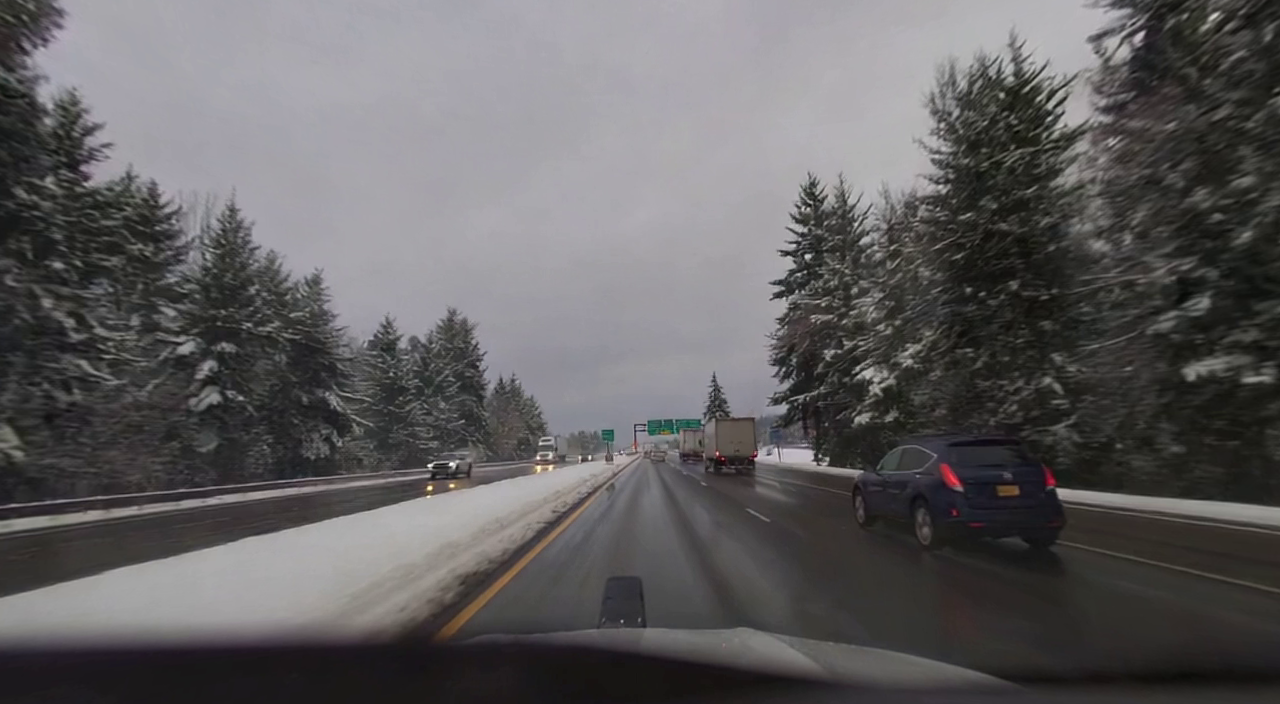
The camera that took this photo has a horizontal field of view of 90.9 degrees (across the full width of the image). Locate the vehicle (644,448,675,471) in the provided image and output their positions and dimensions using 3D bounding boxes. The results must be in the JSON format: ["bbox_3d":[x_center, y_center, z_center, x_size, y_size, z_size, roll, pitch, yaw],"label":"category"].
[{"bbox_3d":[1.320,7.399,43.558,2.049,1.500,3.790,0,-9,1],"label":"vehicle"}]

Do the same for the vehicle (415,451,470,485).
[{"bbox_3d":[-12.225,7.168,39.258,1.899,1.750,4.339,-5,-9,1],"label":"vehicle"}]

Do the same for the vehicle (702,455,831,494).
[{"bbox_3d":[4.607,4.911,26.336,2.472,1.036,13.239,0,-9,-1],"label":"vehicle"}]

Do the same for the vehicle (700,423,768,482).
[{"bbox_3d":[4.726,5.192,32.769,2.569,2.783,5.984,0,-9,-1],"label":"vehicle"}]

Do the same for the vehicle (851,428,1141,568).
[{"bbox_3d":[4.531,1.883,8.782,1.873,1.519,3.607,0,-9,0],"label":"vehicle"}]
